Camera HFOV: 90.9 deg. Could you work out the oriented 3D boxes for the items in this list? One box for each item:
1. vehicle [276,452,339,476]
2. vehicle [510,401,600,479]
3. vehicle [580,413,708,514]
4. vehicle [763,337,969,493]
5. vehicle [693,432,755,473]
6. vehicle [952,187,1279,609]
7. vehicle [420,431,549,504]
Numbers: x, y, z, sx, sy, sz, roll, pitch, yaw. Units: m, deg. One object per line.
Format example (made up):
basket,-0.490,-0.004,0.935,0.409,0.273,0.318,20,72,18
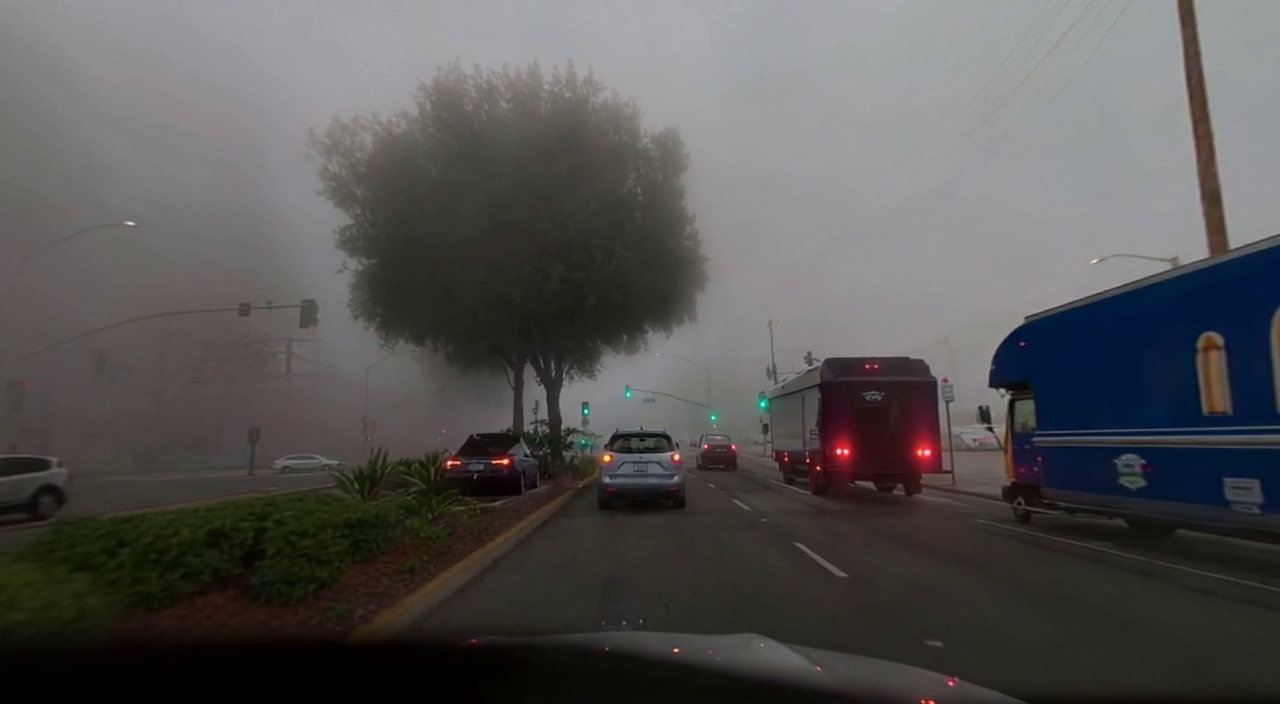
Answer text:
vehicle,-22.639,7.597,43.152,1.824,1.470,4.486,-1,-8,2
vehicle,-3.304,3.700,26.536,2.715,2.791,7.171,-1,-8,1
vehicle,0.094,2.233,13.002,2.209,1.718,4.008,-1,-8,1
vehicle,6.695,2.331,21.138,2.816,3.804,10.315,-3,-8,-1
vehicle,3.442,4.214,26.663,2.075,1.540,4.411,-1,-8,1
vehicle,6.608,0.549,6.332,2.891,3.361,7.843,-1,-8,0
vehicle,-3.578,2.739,15.449,2.008,1.500,4.369,-1,-8,1
